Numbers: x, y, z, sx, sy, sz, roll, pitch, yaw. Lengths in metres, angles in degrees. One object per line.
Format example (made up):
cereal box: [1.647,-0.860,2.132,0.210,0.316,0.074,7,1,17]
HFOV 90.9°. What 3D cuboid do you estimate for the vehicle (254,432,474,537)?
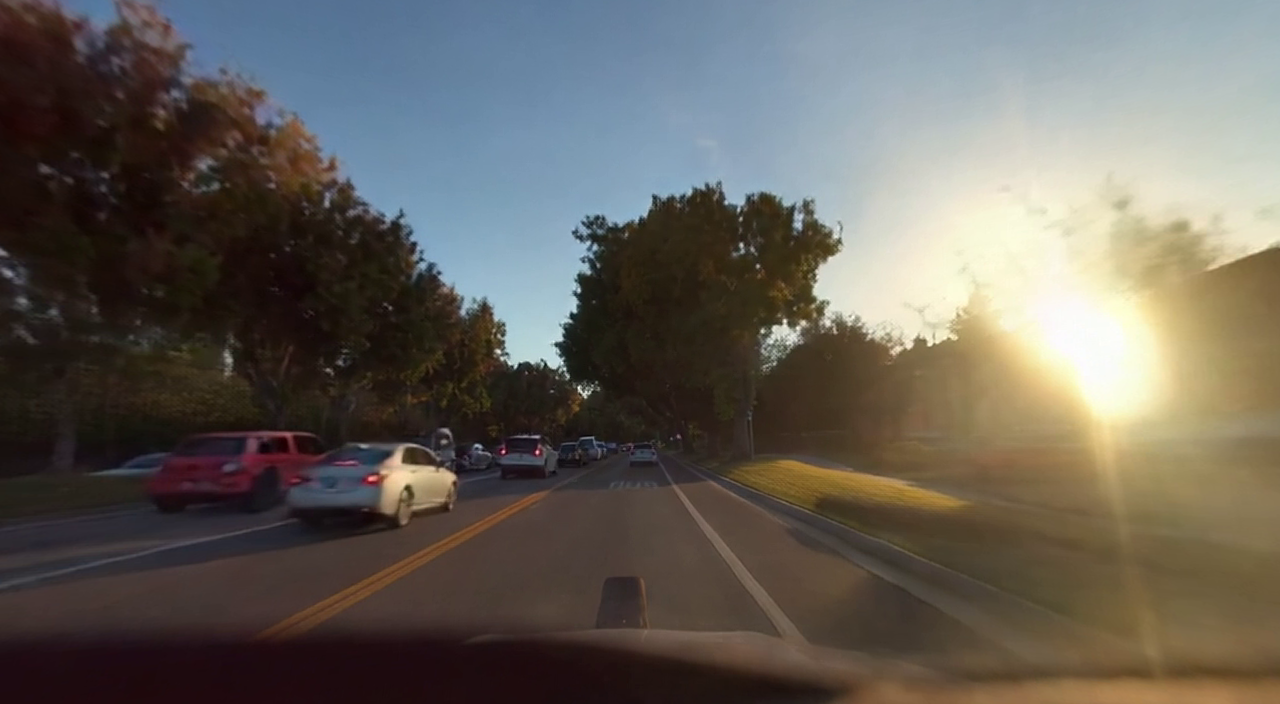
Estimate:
vehicle: [-4.532,2.214,11.175,2.068,1.480,4.039,0,-8,0]

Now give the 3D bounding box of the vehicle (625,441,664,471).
vehicle: [0.220,5.358,32.643,1.875,1.453,3.888,0,-8,0]

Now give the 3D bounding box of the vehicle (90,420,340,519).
vehicle: [-8.397,2.357,13.146,1.959,1.668,4.557,-1,-8,1]

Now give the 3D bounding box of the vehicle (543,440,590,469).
vehicle: [-4.079,5.770,35.714,2.121,1.485,4.363,0,-8,0]

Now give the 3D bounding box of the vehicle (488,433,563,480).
vehicle: [-4.477,4.156,25.314,2.042,1.713,4.493,-1,-8,2]
